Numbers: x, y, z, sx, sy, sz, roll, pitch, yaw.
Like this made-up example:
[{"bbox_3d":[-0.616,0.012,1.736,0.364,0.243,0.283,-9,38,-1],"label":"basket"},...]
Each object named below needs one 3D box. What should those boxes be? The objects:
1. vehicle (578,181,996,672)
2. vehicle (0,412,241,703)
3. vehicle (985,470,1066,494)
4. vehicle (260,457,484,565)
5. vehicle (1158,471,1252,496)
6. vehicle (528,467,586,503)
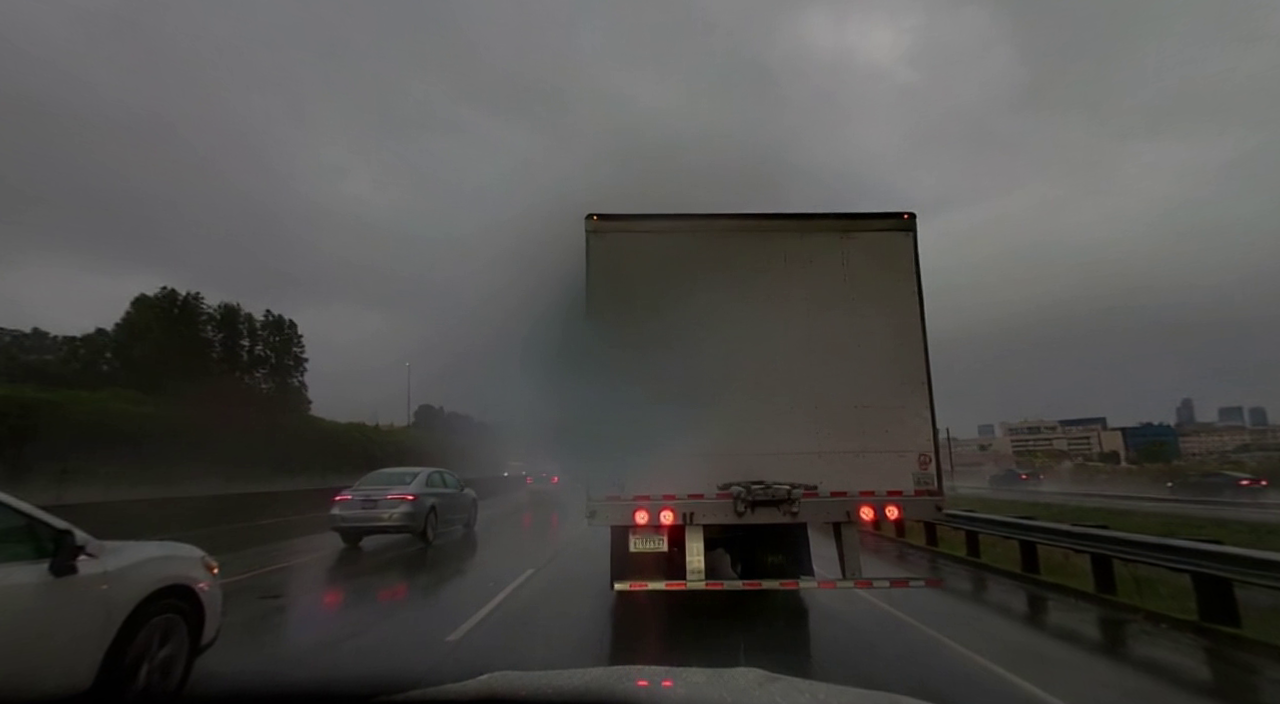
[{"bbox_3d":[1.003,1.213,8.862,2.831,3.529,8.689,1,-11,0],"label":"vehicle"},{"bbox_3d":[-3.467,0.802,1.423,1.983,1.509,4.679,0,-11,1],"label":"vehicle"},{"bbox_3d":[25.496,8.623,41.828,4.299,1.465,1.807,-4,-11,23],"label":"vehicle"},{"bbox_3d":[-4.292,2.637,11.060,1.946,1.469,4.431,1,-11,0],"label":"vehicle"},{"bbox_3d":[35.409,8.233,39.581,3.974,1.485,1.709,-1,-11,8],"label":"vehicle"},{"bbox_3d":[-3.678,5.999,28.711,1.964,1.482,4.371,0,-11,1],"label":"vehicle"}]
